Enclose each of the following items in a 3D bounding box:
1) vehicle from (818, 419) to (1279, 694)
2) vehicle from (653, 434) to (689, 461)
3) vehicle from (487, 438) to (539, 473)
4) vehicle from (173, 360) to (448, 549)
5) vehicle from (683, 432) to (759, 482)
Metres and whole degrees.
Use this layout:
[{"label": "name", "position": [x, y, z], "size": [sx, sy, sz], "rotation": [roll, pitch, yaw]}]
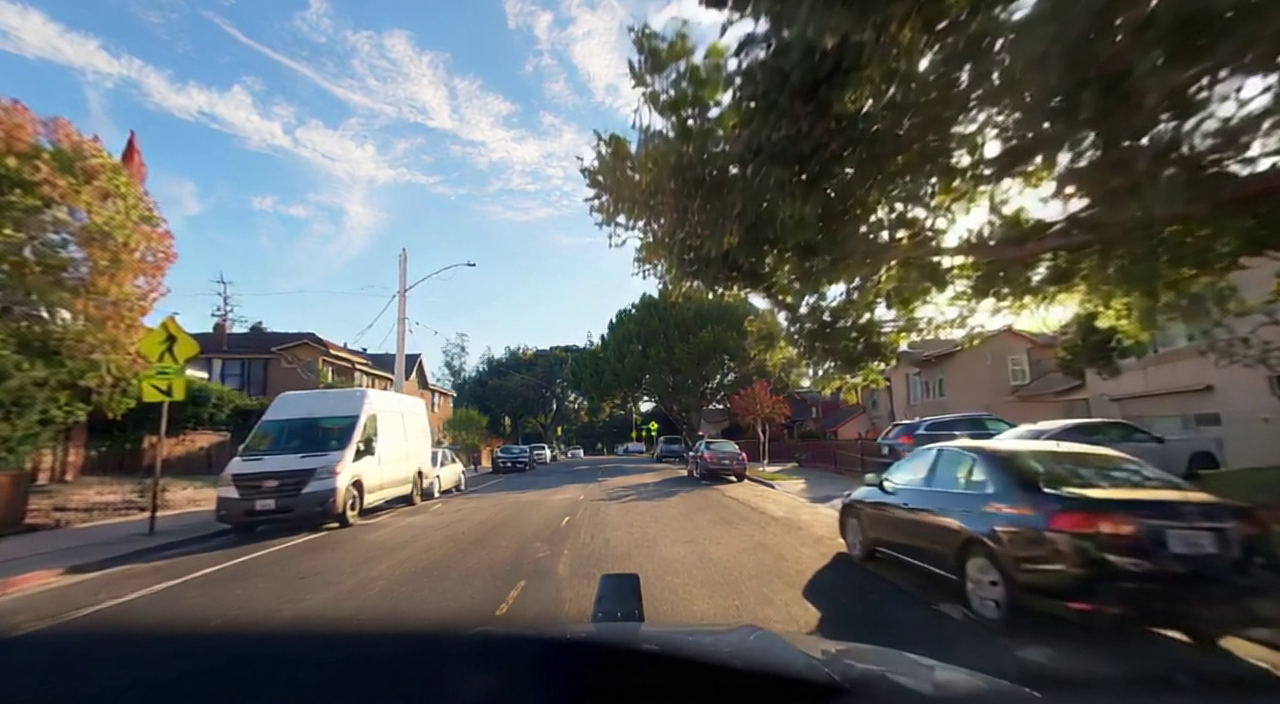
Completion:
[{"label": "vehicle", "position": [3.485, 1.428, 5.857], "size": [1.972, 1.492, 4.506], "rotation": [0, -7, -5]}, {"label": "vehicle", "position": [1.968, 6.244, 41.270], "size": [1.997, 1.663, 4.544], "rotation": [-1, -8, -1]}, {"label": "vehicle", "position": [-6.490, 5.315, 32.795], "size": [1.972, 1.502, 5.530], "rotation": [0, -7, -5]}, {"label": "vehicle", "position": [-5.674, 1.868, 12.145], "size": [2.270, 2.706, 5.871], "rotation": [0, -8, -2]}, {"label": "vehicle", "position": [2.782, 3.722, 22.841], "size": [1.875, 1.568, 4.899], "rotation": [0, -7, -3]}]
